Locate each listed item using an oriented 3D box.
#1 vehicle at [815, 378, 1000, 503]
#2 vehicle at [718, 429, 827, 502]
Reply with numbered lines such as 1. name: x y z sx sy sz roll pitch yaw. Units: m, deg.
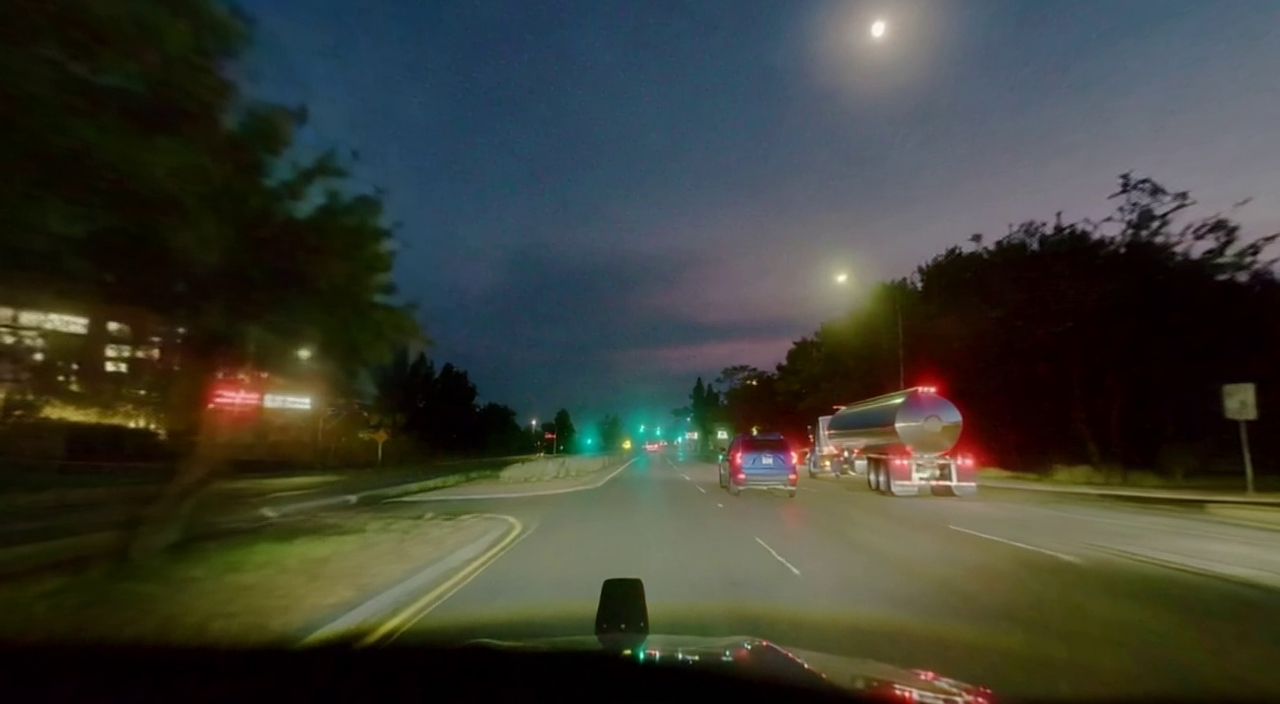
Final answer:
1. vehicle: 7.759 2.736 19.428 2.849 3.207 6.275 0 -8 0
2. vehicle: 3.519 3.107 17.668 2.045 1.729 4.532 0 -8 0
